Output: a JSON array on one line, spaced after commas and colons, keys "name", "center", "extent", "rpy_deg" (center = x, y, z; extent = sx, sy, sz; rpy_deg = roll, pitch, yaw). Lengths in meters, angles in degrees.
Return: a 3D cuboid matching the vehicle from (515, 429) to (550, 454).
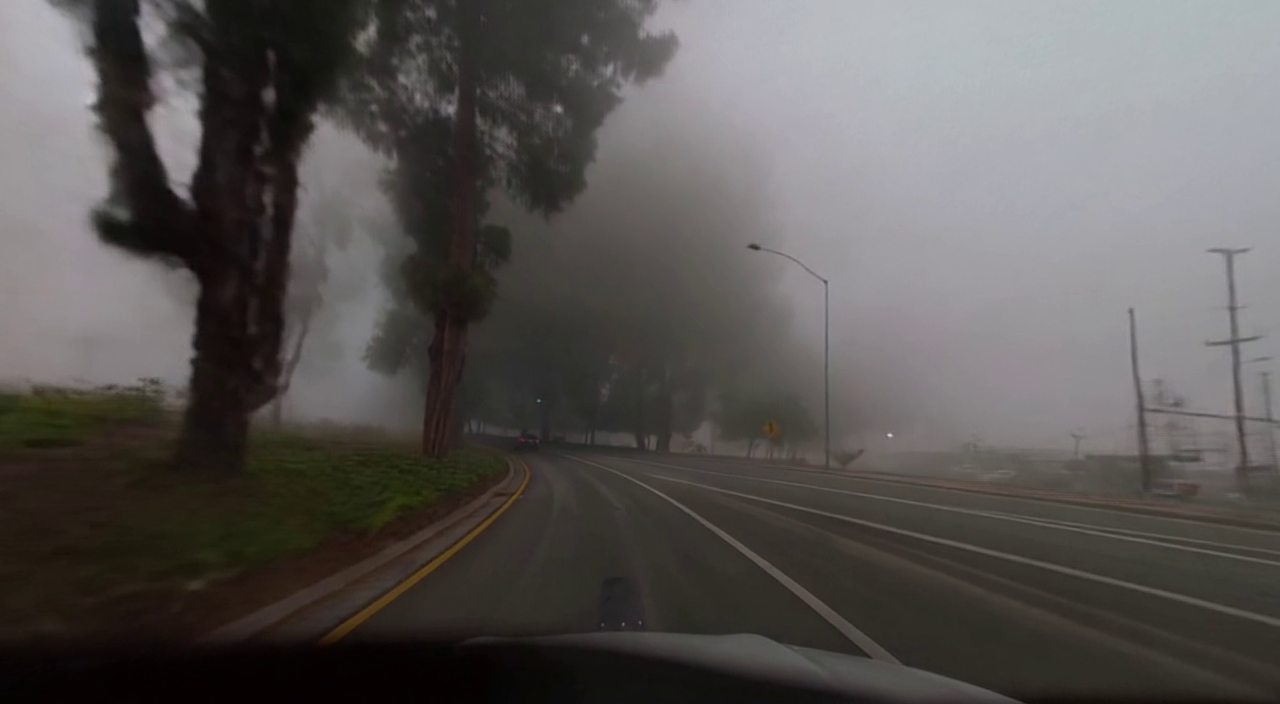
[{"name": "vehicle", "center": [-7.803, 6.475, 45.349], "extent": [1.947, 1.729, 4.051], "rpy_deg": [3, -9, -17]}]
